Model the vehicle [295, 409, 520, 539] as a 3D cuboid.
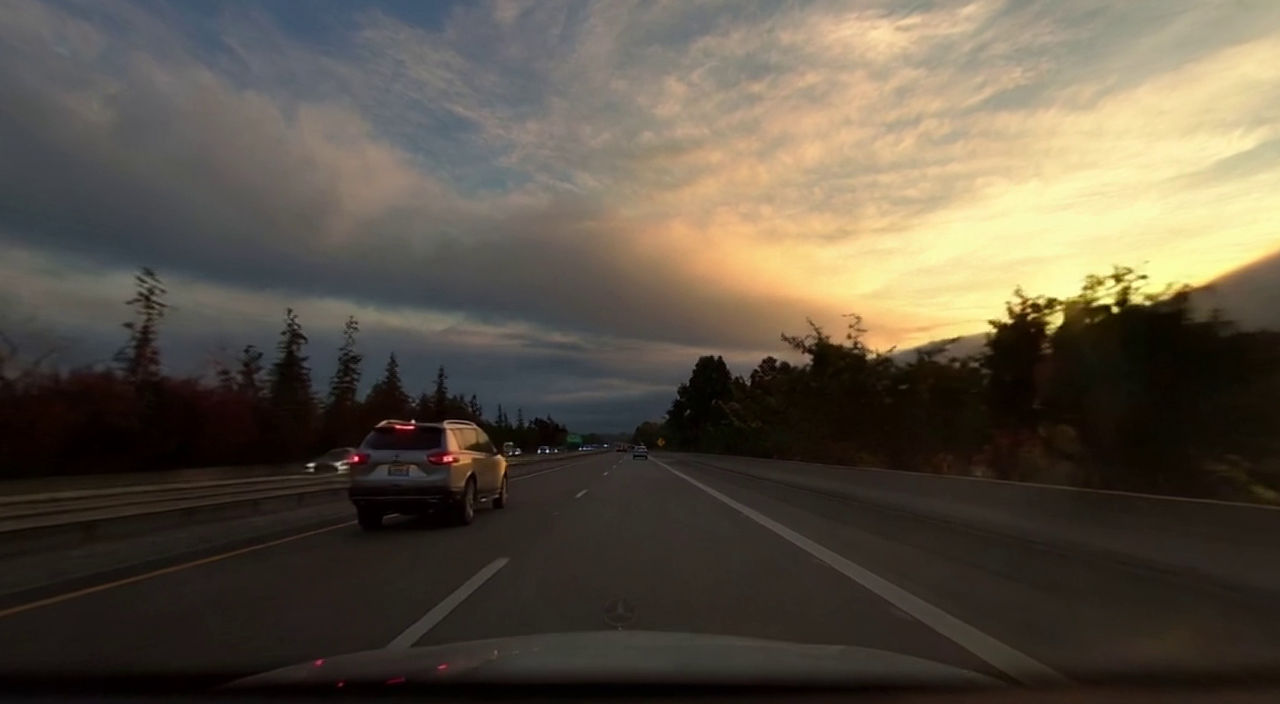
[{"bbox_3d":[-3.704,2.073,11.129,2.292,1.802,4.481,0,-9,0],"label":"vehicle"}]
